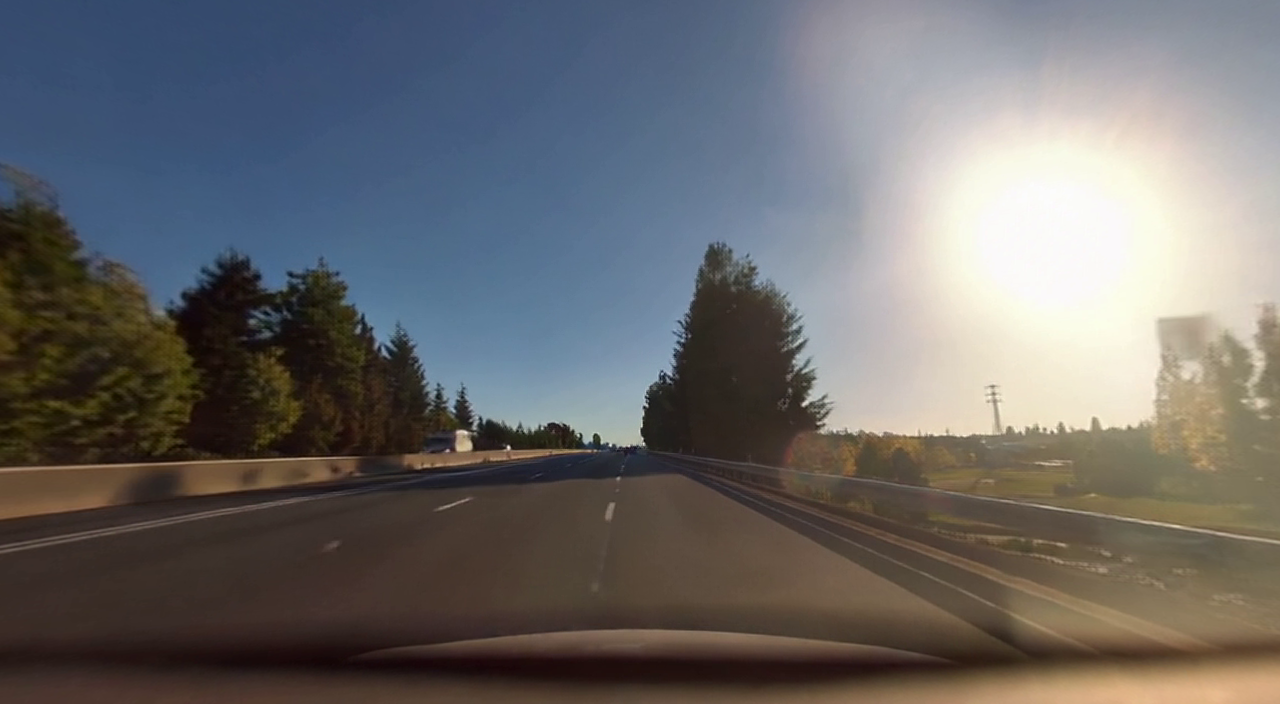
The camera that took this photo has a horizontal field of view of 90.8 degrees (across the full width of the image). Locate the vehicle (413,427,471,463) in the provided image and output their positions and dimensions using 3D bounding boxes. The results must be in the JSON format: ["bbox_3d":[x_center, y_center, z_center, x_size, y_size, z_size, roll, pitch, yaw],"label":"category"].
[{"bbox_3d":[-15.363,7.286,49.466,2.435,2.624,6.451,0,-9,0],"label":"vehicle"}]
